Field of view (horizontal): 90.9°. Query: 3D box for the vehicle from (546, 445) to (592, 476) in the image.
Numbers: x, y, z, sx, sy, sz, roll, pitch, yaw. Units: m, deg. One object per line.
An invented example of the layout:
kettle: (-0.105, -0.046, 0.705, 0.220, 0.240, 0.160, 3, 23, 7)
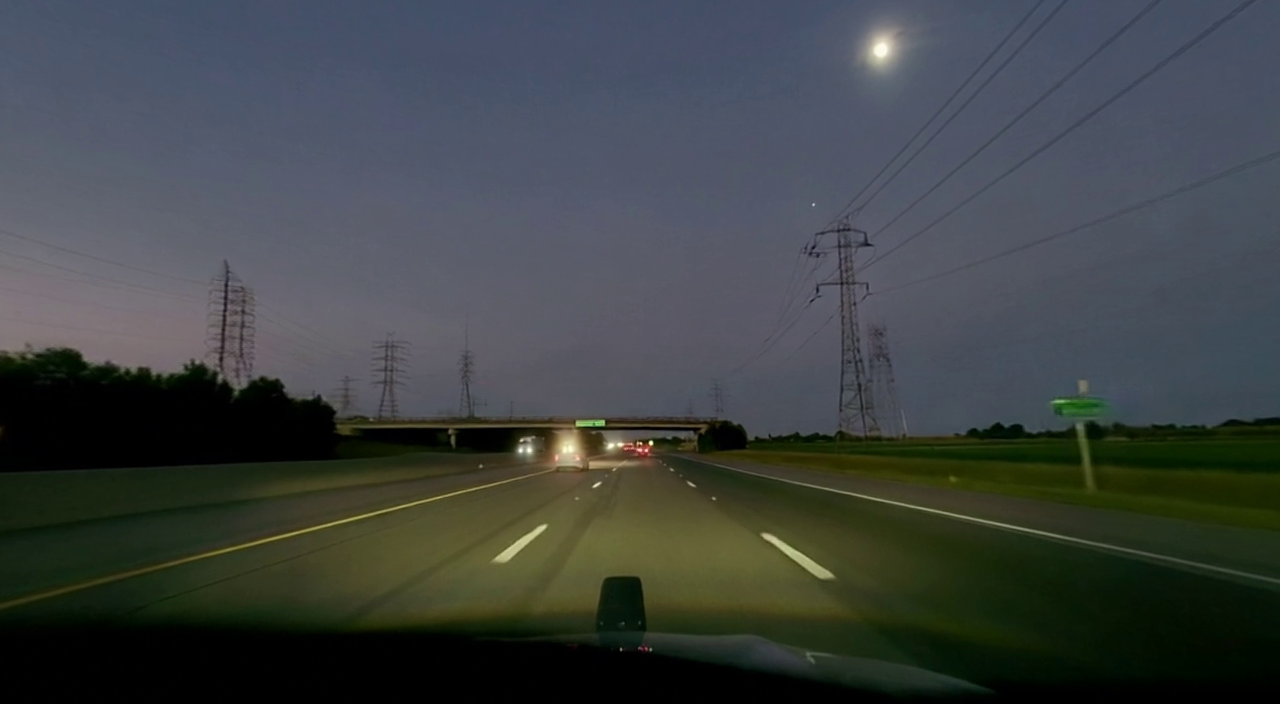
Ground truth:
vehicle: (-3.754, 5.797, 33.934, 1.924, 1.550, 4.165, 0, -9, 0)
